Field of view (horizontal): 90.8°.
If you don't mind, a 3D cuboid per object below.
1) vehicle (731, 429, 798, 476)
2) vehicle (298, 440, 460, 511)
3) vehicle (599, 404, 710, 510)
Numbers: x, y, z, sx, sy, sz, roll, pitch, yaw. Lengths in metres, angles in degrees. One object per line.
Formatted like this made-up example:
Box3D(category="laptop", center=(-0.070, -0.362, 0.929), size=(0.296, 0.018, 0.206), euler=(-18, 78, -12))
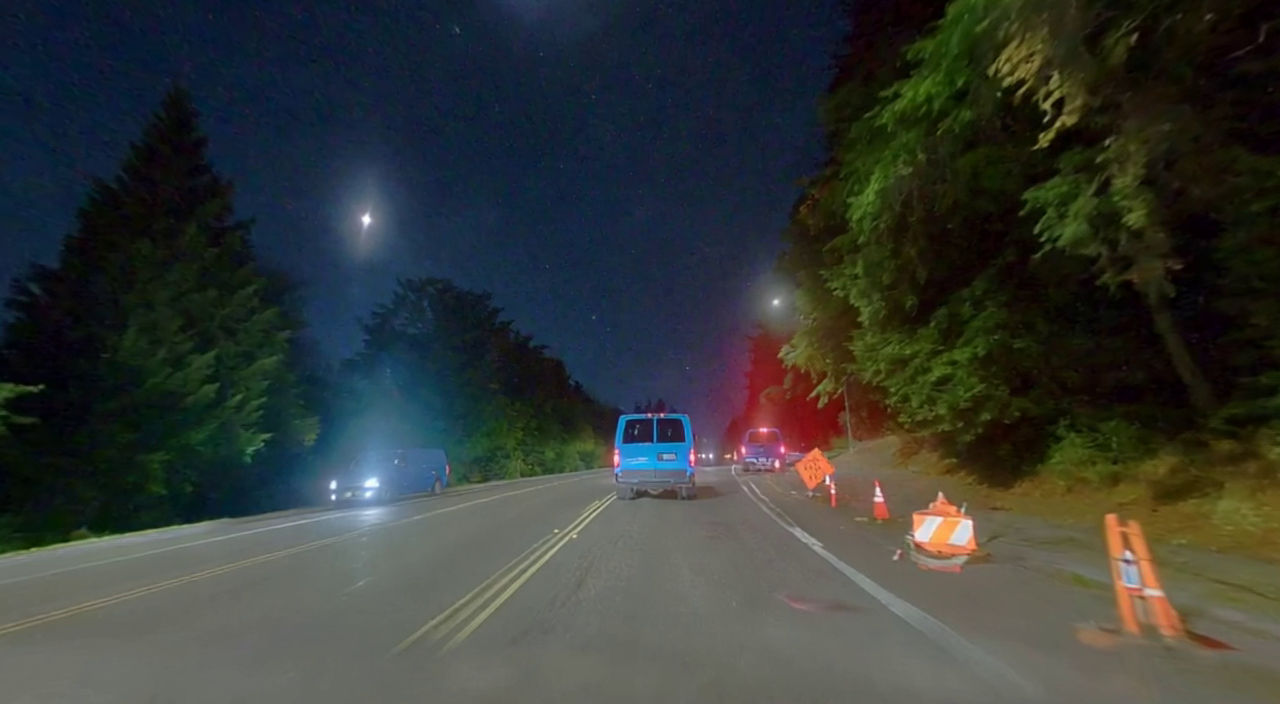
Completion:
Box3D(category="vehicle", center=(6.018, 4.963, 31.586), size=(2.833, 2.033, 7.668), euler=(-1, -9, 8))
Box3D(category="vehicle", center=(-7.628, 3.647, 19.380), size=(2.055, 1.809, 5.906), euler=(-1, -9, 4))
Box3D(category="vehicle", center=(0.499, 2.605, 15.984), size=(2.362, 2.247, 4.892), euler=(-1, -9, 5))
